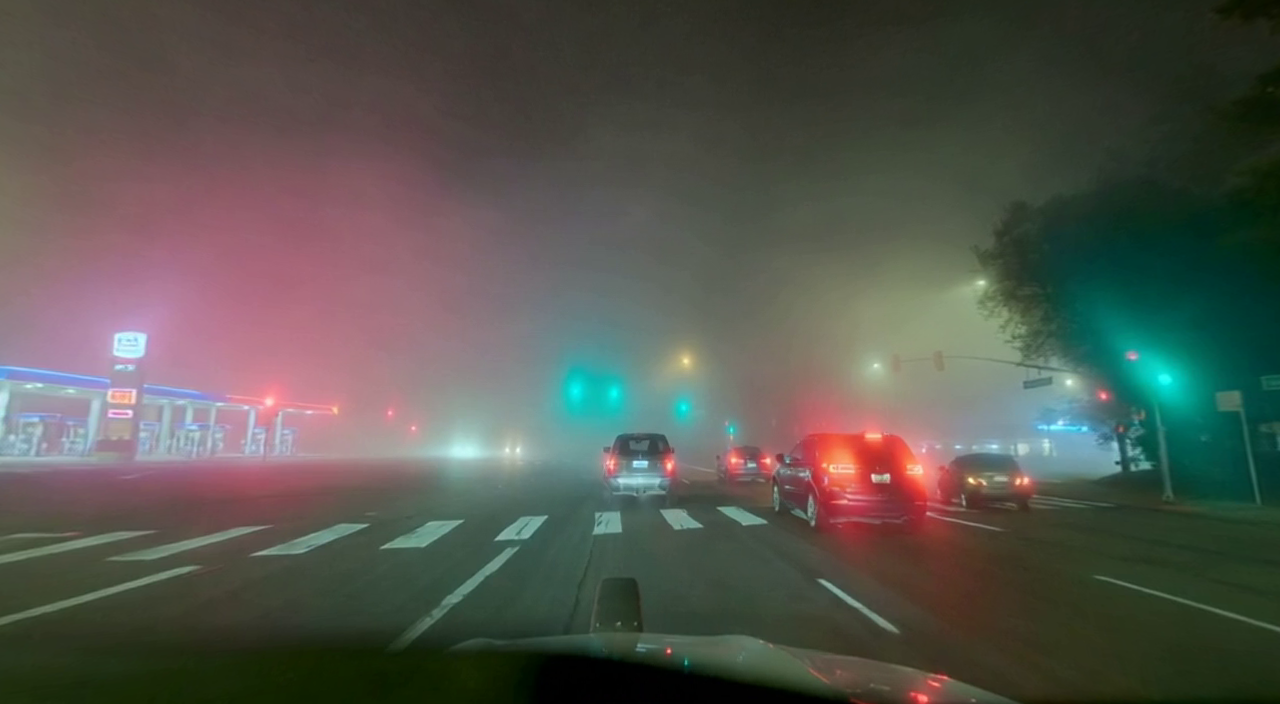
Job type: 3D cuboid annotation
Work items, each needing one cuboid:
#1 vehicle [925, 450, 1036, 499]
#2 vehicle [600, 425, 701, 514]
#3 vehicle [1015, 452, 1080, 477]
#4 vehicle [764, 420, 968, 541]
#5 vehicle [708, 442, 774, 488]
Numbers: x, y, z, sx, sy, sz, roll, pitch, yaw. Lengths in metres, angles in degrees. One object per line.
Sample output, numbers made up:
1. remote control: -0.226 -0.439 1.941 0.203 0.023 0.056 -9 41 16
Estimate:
1. vehicle: 11.859 4.261 22.319 2.057 1.473 4.462 -1 -9 10
2. vehicle: 0.200 2.705 14.988 2.051 1.798 4.168 0 -8 0
3. vehicle: 27.448 7.531 42.297 4.636 1.542 2.096 6 -11 -37
4. vehicle: 3.710 2.185 11.320 2.000 1.745 4.206 0 -8 -1
5. vehicle: 3.756 4.249 24.033 1.800 1.592 3.658 0 -8 -2
